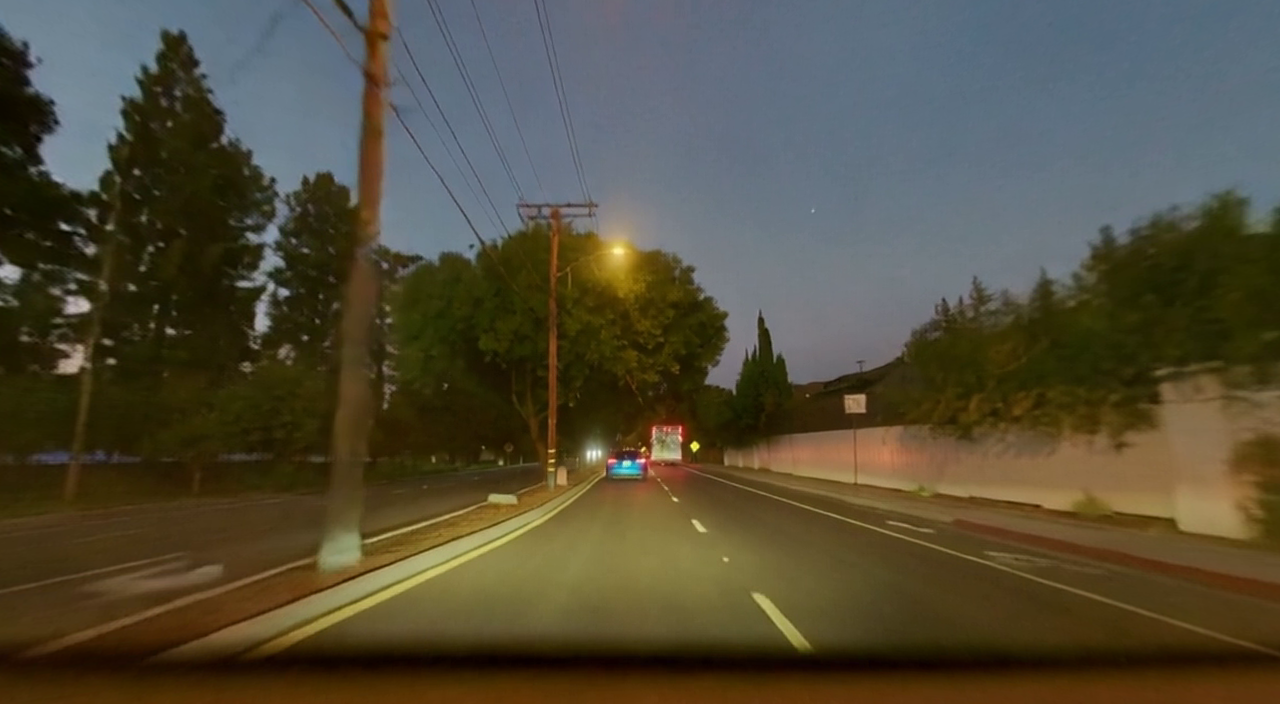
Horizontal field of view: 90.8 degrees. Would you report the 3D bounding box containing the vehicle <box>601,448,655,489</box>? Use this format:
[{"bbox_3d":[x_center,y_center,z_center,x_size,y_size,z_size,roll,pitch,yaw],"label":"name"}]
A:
[{"bbox_3d":[-0.465,4.736,26.009,2.018,1.511,3.993,0,-9,0],"label":"vehicle"}]
